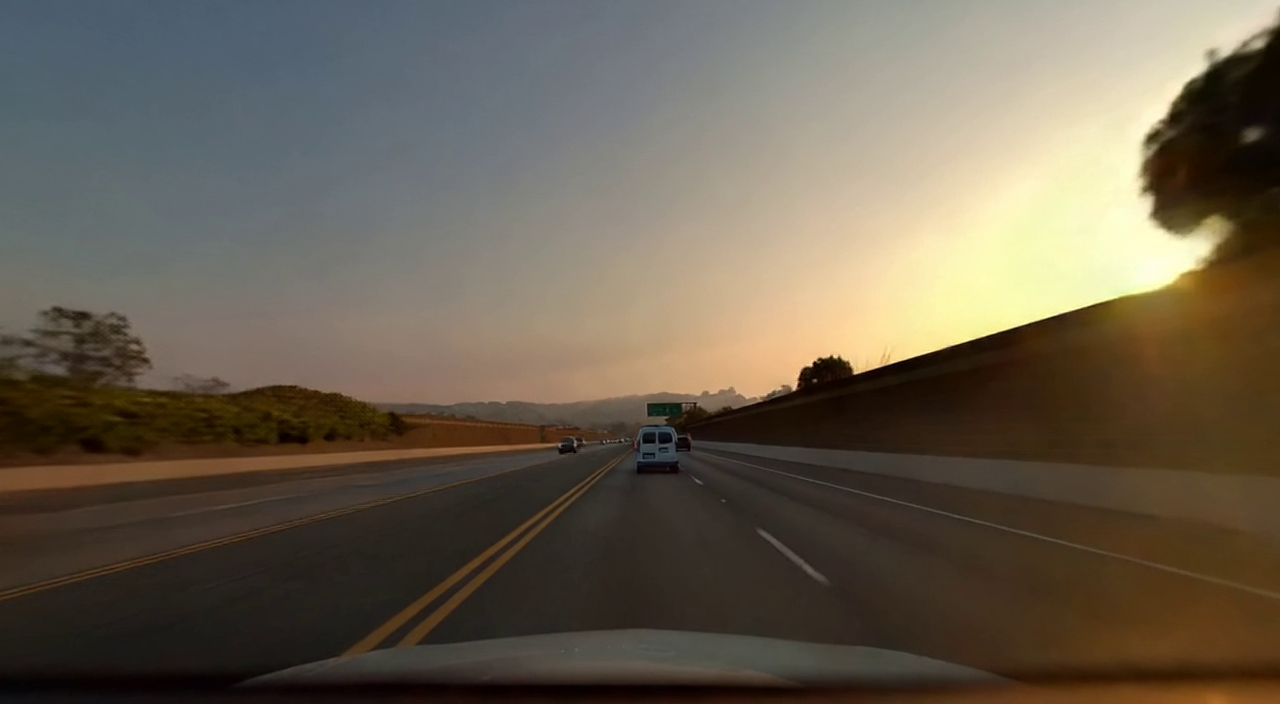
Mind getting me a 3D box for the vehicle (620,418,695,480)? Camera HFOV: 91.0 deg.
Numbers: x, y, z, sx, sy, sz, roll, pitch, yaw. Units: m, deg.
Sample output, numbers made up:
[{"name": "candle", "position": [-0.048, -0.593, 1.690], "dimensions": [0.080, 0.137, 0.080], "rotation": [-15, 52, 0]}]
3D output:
[{"name": "vehicle", "position": [0.628, 3.548, 23.078], "dimensions": [2.469, 2.027, 4.554], "rotation": [0, -8, 2]}]
